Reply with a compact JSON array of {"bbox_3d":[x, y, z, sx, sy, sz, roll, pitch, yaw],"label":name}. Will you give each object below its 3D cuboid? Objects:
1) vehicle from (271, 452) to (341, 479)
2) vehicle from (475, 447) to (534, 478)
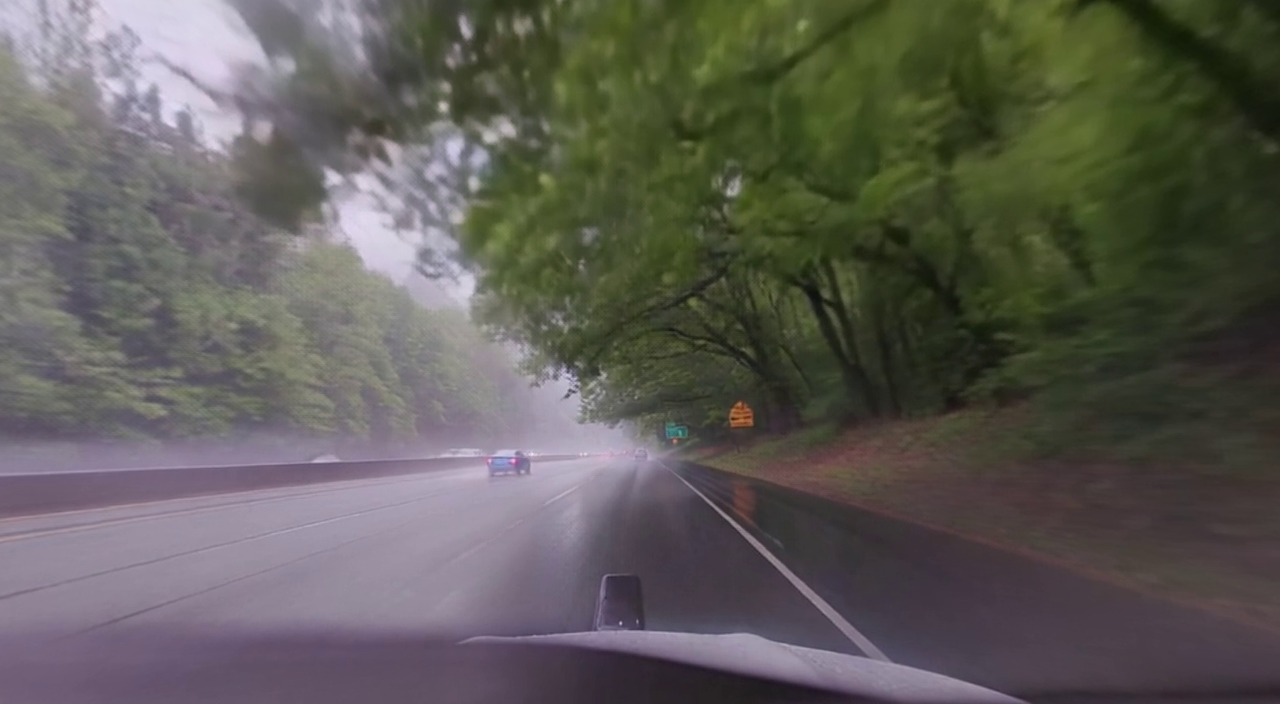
[{"bbox_3d":[-21.429,7.290,40.647,1.968,1.540,4.471,0,-9,1],"label":"vehicle"},{"bbox_3d":[-7.325,5.991,34.557,2.094,1.579,4.655,0,-9,1],"label":"vehicle"}]
